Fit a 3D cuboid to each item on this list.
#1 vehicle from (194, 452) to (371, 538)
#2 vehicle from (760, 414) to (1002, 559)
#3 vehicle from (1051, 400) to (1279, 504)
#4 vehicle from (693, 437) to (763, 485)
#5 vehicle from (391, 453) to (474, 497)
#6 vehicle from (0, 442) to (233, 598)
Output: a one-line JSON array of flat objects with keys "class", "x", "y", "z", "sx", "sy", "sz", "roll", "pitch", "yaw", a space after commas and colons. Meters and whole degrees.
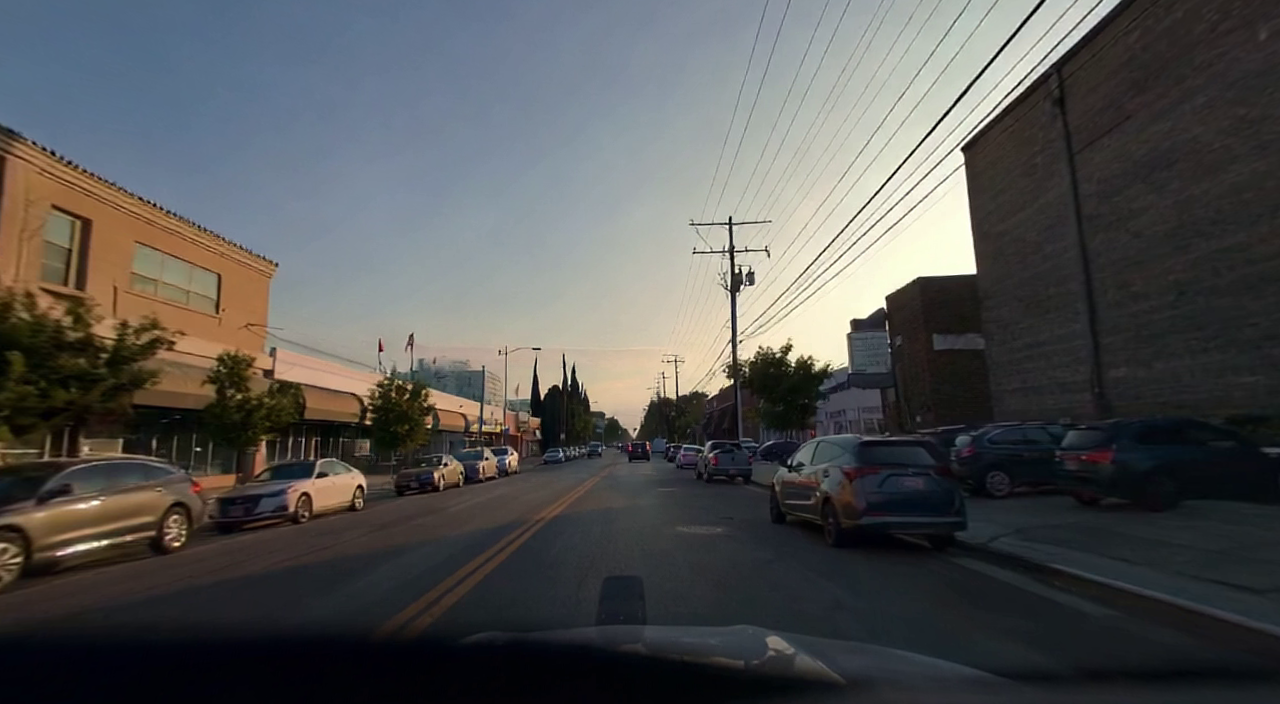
[{"class": "vehicle", "x": -8.600, "y": 3.414, "z": 15.764, "sx": 1.860, "sy": 1.565, "sz": 4.569, "roll": -3, "pitch": -7, "yaw": -1}, {"class": "vehicle", "x": 3.415, "y": 2.036, "z": 10.110, "sx": 1.962, "sy": 1.752, "sz": 4.478, "roll": -1, "pitch": -10, "yaw": -1}, {"class": "vehicle", "x": 10.586, "y": 1.844, "z": 11.751, "sx": 4.477, "sy": 1.740, "sz": 1.934, "roll": 0, "pitch": -9, "yaw": -2}, {"class": "vehicle", "x": 3.450, "y": 4.408, "z": 25.802, "sx": 2.088, "sy": 1.765, "sz": 4.704, "roll": 0, "pitch": -9, "yaw": -1}, {"class": "vehicle", "x": -8.719, "y": 5.177, "z": 27.033, "sx": 2.022, "sy": 1.501, "sz": 4.860, "roll": 0, "pitch": -7, "yaw": -2}, {"class": "vehicle", "x": -8.702, "y": 2.327, "z": 9.308, "sx": 1.899, "sy": 1.780, "sz": 5.225, "roll": -3, "pitch": -7, "yaw": 1}]
